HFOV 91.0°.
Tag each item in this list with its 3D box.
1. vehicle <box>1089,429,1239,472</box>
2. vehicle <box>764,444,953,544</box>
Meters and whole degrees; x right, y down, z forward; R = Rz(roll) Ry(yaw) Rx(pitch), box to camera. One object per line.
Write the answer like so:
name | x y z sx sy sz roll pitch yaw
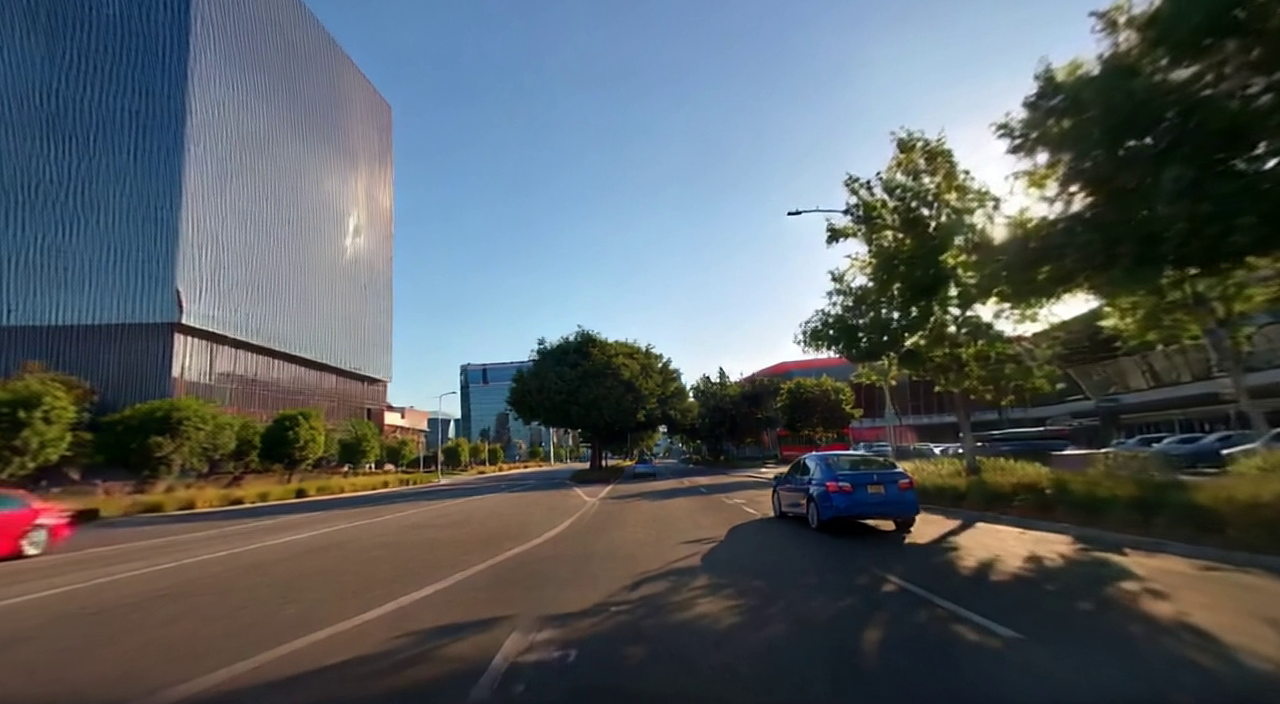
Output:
vehicle | 20.735 3.896 25.022 4.373 1.580 1.729 0 -9 -2
vehicle | 3.779 2.512 11.797 1.993 1.501 4.127 0 -9 -1
